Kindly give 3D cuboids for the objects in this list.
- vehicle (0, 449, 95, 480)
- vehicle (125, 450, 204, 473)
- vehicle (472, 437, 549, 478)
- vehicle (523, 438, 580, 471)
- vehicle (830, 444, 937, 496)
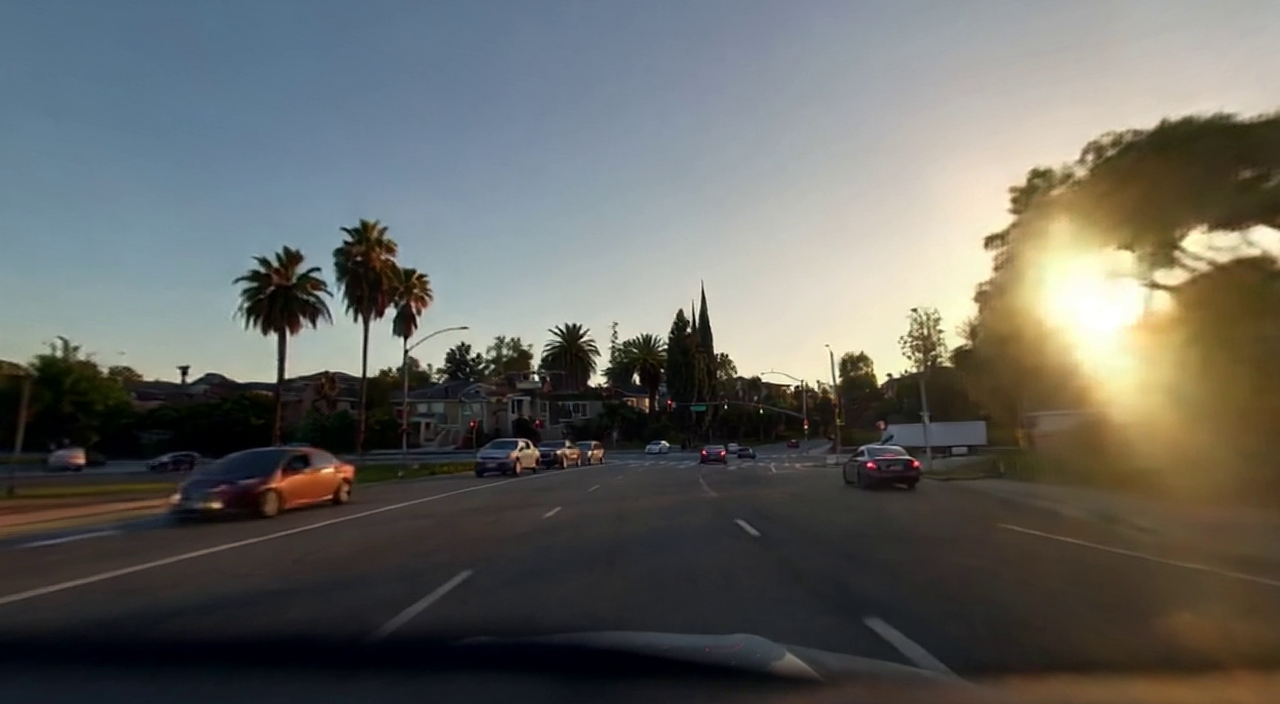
[{"bbox_3d":[-42.459,8.007,45.255,1.985,1.789,4.885,-8,-9,41],"label":"vehicle"},{"bbox_3d":[-37.292,8.560,49.612,4.702,1.449,1.833,4,-10,-42],"label":"vehicle"},{"bbox_3d":[-5.815,4.815,29.081,2.072,1.738,4.757,-1,-9,6],"label":"vehicle"},{"bbox_3d":[-5.103,5.991,37.228,2.188,1.789,4.881,-1,-9,6],"label":"vehicle"},{"bbox_3d":[7.705,3.747,20.560,2.144,1.473,4.638,-1,-9,7],"label":"vehicle"}]
